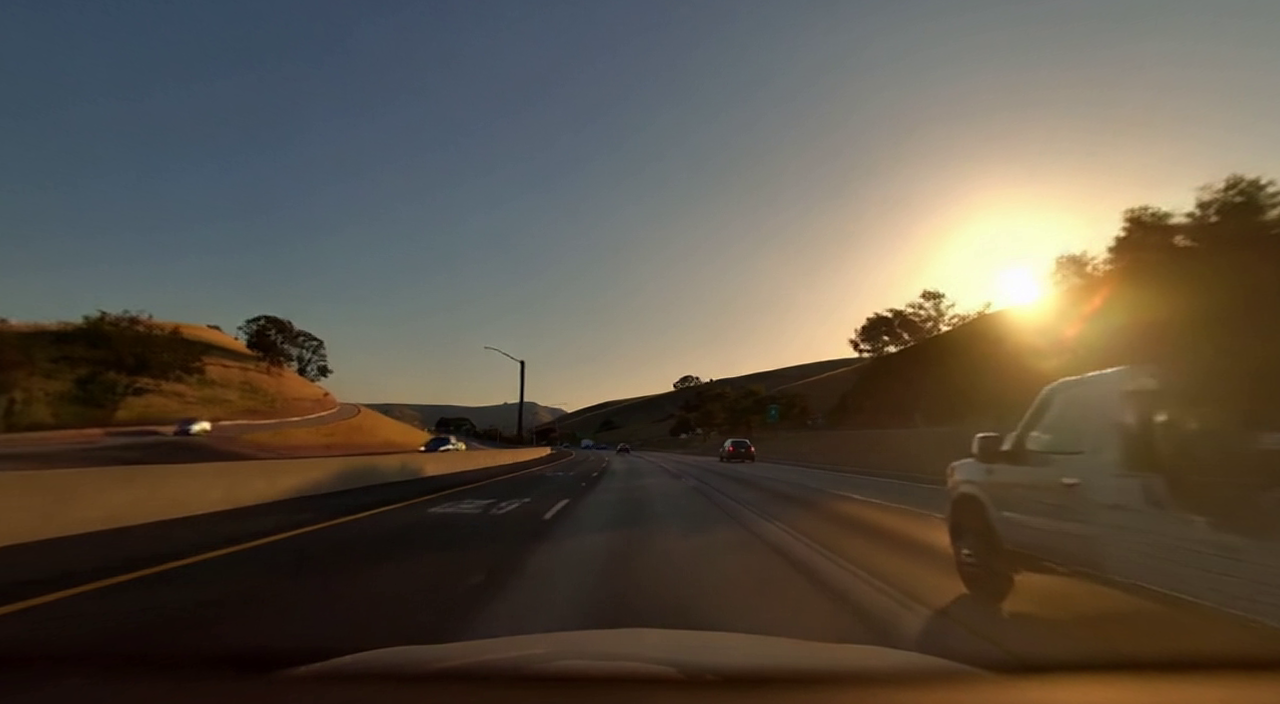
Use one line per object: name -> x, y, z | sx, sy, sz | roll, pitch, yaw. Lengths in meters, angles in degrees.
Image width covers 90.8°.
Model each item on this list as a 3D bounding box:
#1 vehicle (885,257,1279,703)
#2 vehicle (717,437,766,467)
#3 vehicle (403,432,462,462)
vehicle -> 3.800, 0.643, 1.942 | 2.981, 2.053, 7.897 | 0, -9, 0
vehicle -> 6.228, 6.195, 39.221 | 2.104, 1.723, 4.538 | 0, -9, -2
vehicle -> -14.529, 6.679, 44.599 | 2.499, 1.964, 5.176 | 0, -9, -2
